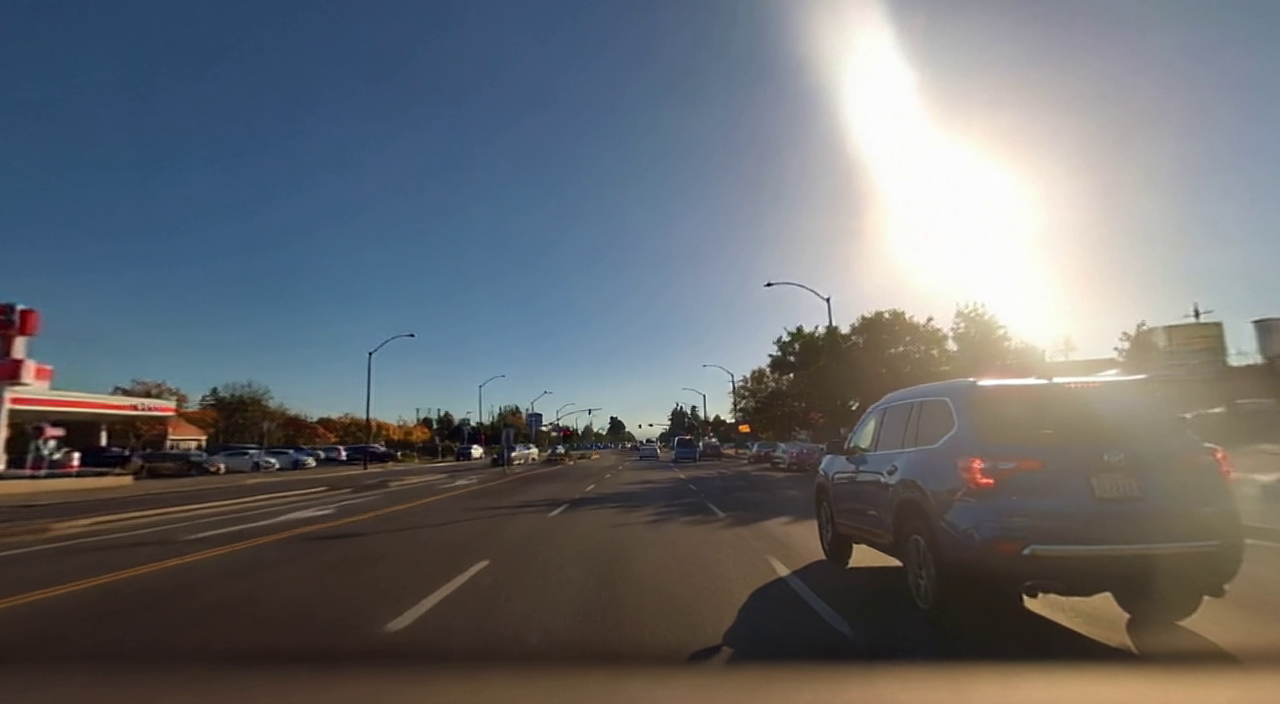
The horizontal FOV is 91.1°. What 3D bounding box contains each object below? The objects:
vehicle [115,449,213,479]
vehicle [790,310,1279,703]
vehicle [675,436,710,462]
[{"bbox_3d":[-25.937,6.074,34.273,3.765,1.559,1.915,0,-8,1],"label":"vehicle"},{"bbox_3d":[2.960,1.113,5.341,2.246,1.963,4.777,0,-8,1],"label":"vehicle"},{"bbox_3d":[3.904,7.355,47.653,2.317,1.857,5.150,0,-8,1],"label":"vehicle"}]
